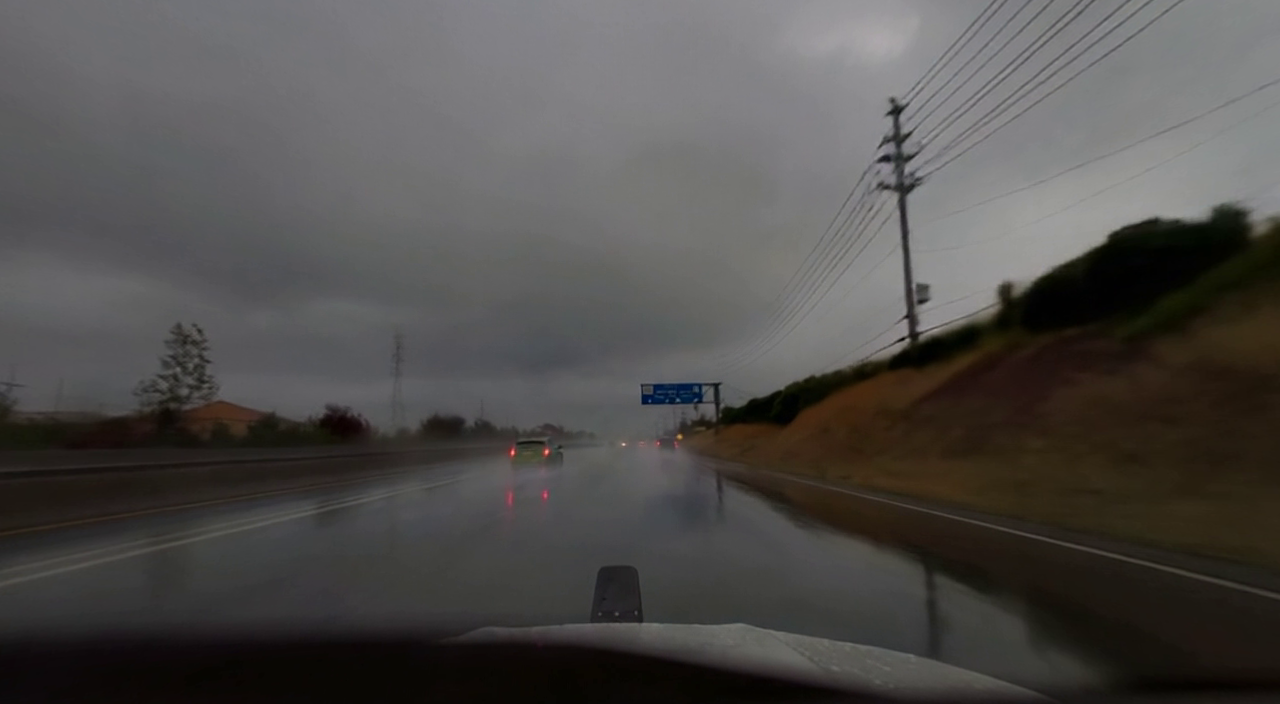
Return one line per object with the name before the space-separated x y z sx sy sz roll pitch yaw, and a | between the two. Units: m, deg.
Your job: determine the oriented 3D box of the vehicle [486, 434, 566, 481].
vehicle | -4.032 3.806 23.124 2.016 1.543 4.870 0 -8 0
